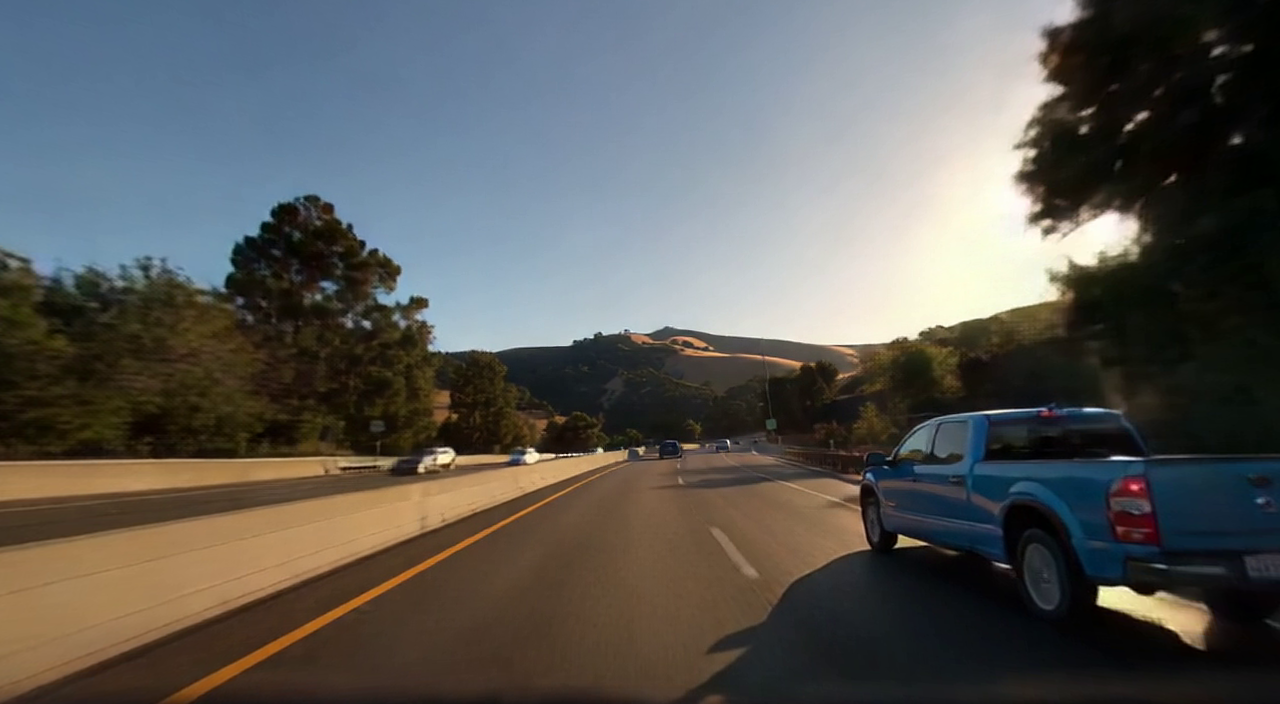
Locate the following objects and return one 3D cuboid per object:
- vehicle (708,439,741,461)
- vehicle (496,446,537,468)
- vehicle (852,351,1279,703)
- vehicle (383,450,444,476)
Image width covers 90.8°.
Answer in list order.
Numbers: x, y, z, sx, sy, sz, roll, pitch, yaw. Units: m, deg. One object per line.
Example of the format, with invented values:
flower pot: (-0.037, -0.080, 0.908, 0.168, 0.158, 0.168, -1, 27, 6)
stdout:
vehicle: (6.601, 7.717, 49.725, 2.249, 1.635, 4.118, -1, -9, 4)
vehicle: (-9.520, 8.146, 49.099, 1.954, 1.605, 4.462, -1, -9, 4)
vehicle: (3.674, 1.208, 5.211, 2.151, 1.744, 4.709, 0, -9, -1)
vehicle: (-13.824, 6.808, 38.899, 1.849, 1.453, 4.470, -1, -9, 4)
